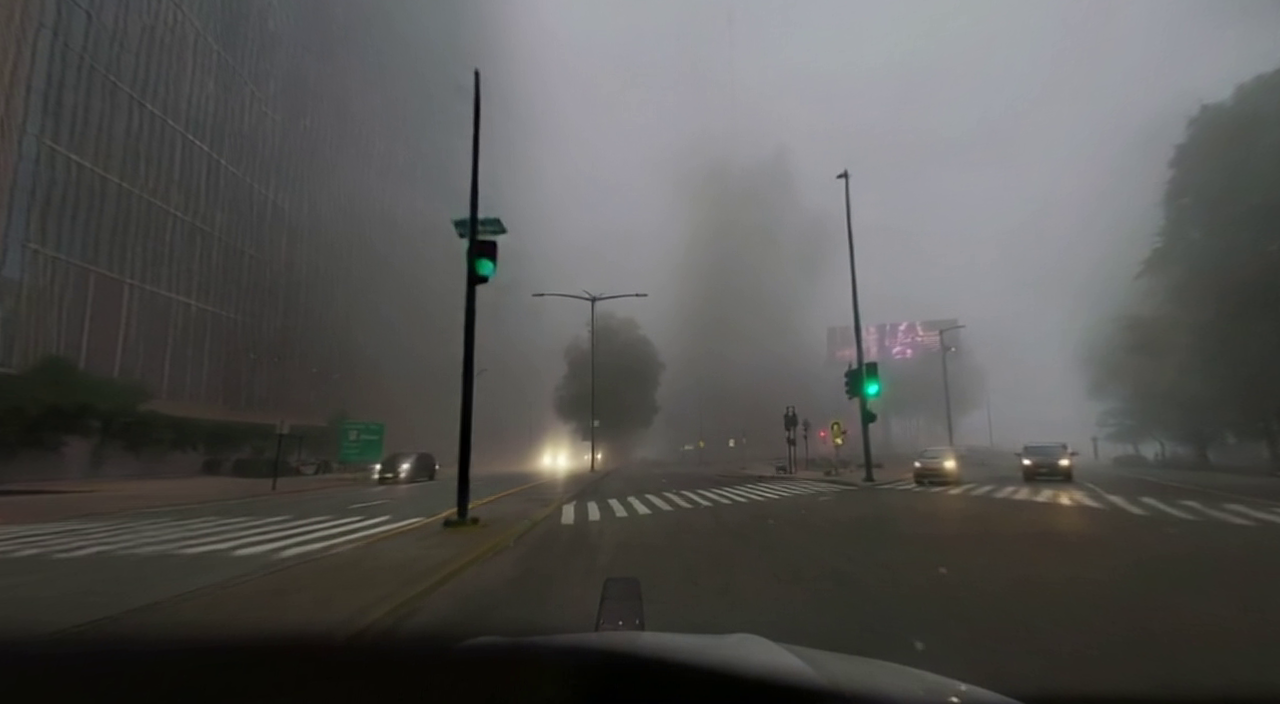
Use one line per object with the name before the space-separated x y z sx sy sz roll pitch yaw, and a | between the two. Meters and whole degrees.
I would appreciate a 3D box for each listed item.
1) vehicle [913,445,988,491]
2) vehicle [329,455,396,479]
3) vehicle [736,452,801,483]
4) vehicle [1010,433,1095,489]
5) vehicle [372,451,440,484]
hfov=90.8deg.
vehicle | 11.948 4.341 24.109 2.023 1.527 5.016 -6 -10 31
vehicle | -18.369 7.627 42.067 2.448 1.407 4.308 1 -8 1
vehicle | 6.817 6.179 34.084 2.675 1.452 4.213 -1 -9 2
vehicle | 15.111 3.967 23.353 2.232 1.814 5.285 -5 -10 31
vehicle | -13.345 6.572 36.329 1.979 1.727 4.489 -1 -9 3
